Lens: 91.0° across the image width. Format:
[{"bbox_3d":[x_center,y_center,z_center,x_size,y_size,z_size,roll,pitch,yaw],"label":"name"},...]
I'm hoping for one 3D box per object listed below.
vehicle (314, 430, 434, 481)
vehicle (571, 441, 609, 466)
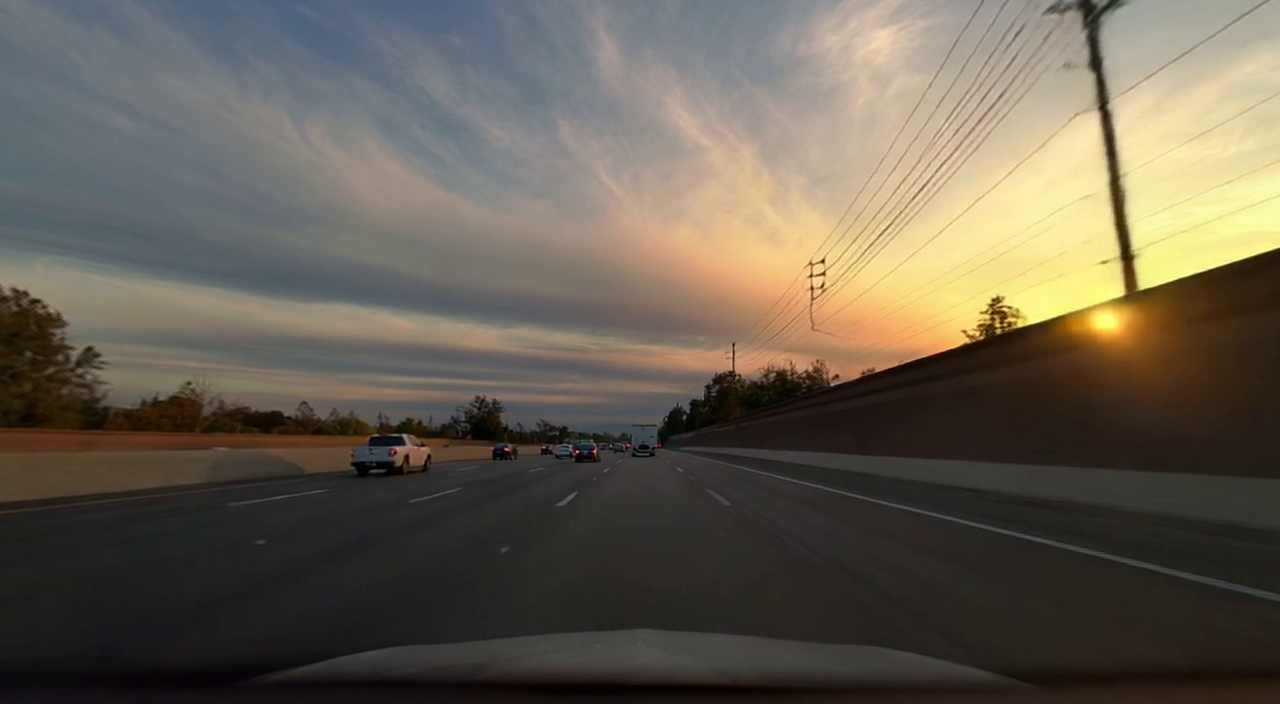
[{"bbox_3d":[-10.614,4.203,25.816,2.310,1.853,5.817,0,-9,1],"label":"vehicle"},{"bbox_3d":[-3.268,6.743,41.826,2.045,1.532,4.954,0,-9,1],"label":"vehicle"}]
